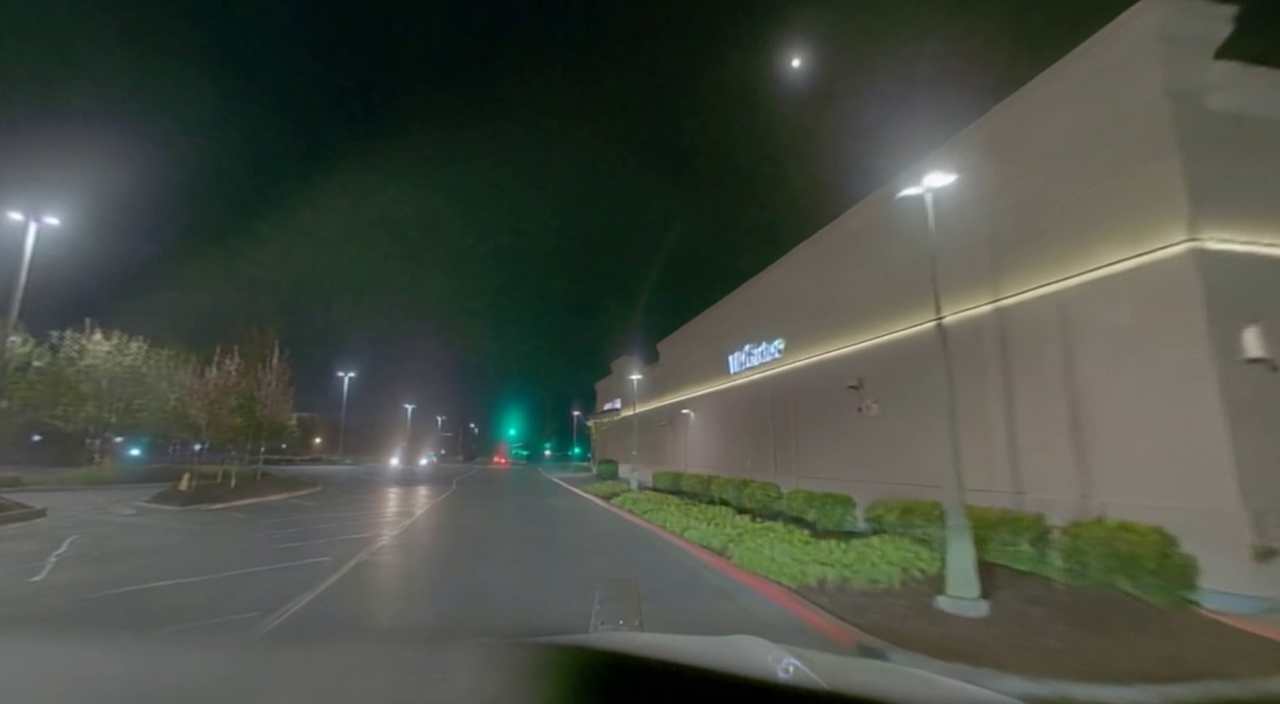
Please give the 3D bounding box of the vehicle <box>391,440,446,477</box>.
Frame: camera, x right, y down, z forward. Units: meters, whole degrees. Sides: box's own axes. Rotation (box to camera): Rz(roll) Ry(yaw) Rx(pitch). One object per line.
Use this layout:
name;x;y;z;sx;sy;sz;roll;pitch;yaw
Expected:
vehicle;-11.868;5.707;34.160;2.180;1.806;4.541;2;-9;-12
